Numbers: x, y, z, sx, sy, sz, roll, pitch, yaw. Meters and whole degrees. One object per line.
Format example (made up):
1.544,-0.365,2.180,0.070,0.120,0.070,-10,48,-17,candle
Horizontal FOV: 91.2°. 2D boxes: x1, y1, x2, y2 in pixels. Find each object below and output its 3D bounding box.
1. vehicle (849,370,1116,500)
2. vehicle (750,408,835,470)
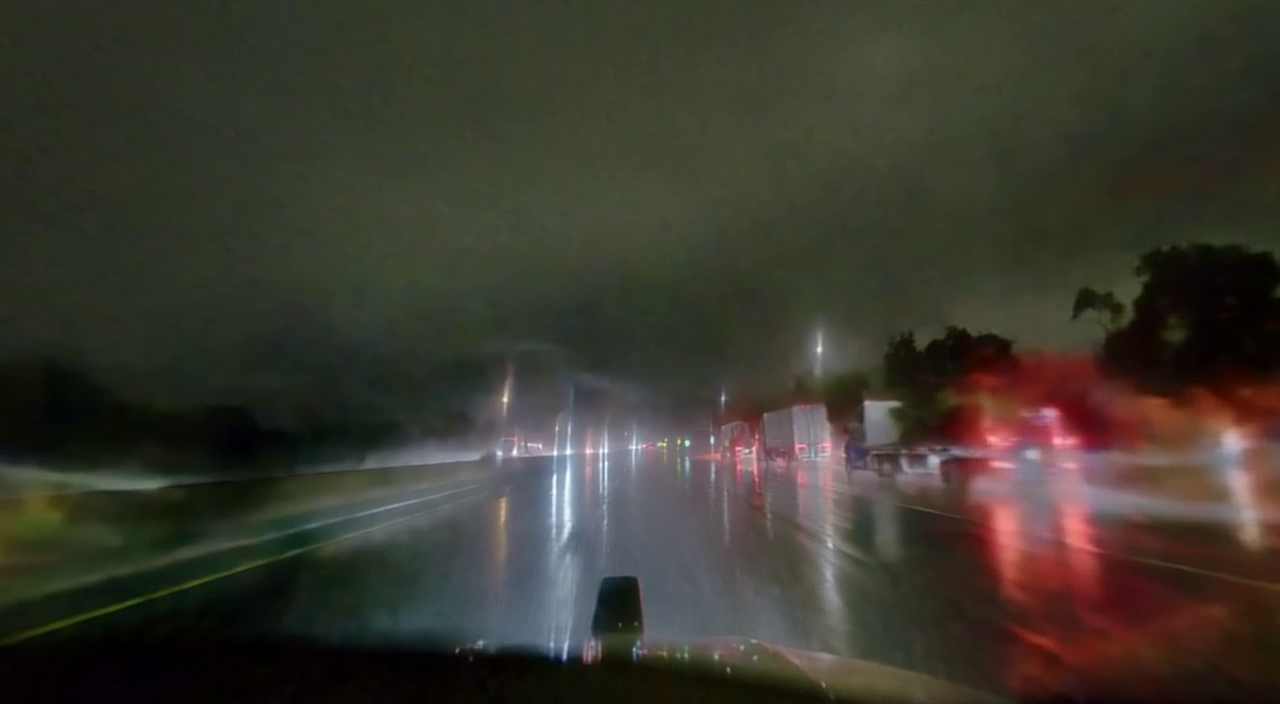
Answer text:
11.345,3.183,23.281,2.741,3.505,12.591,0,-9,0,vehicle
11.247,6.787,48.216,2.850,4.038,14.497,0,-9,0,vehicle
